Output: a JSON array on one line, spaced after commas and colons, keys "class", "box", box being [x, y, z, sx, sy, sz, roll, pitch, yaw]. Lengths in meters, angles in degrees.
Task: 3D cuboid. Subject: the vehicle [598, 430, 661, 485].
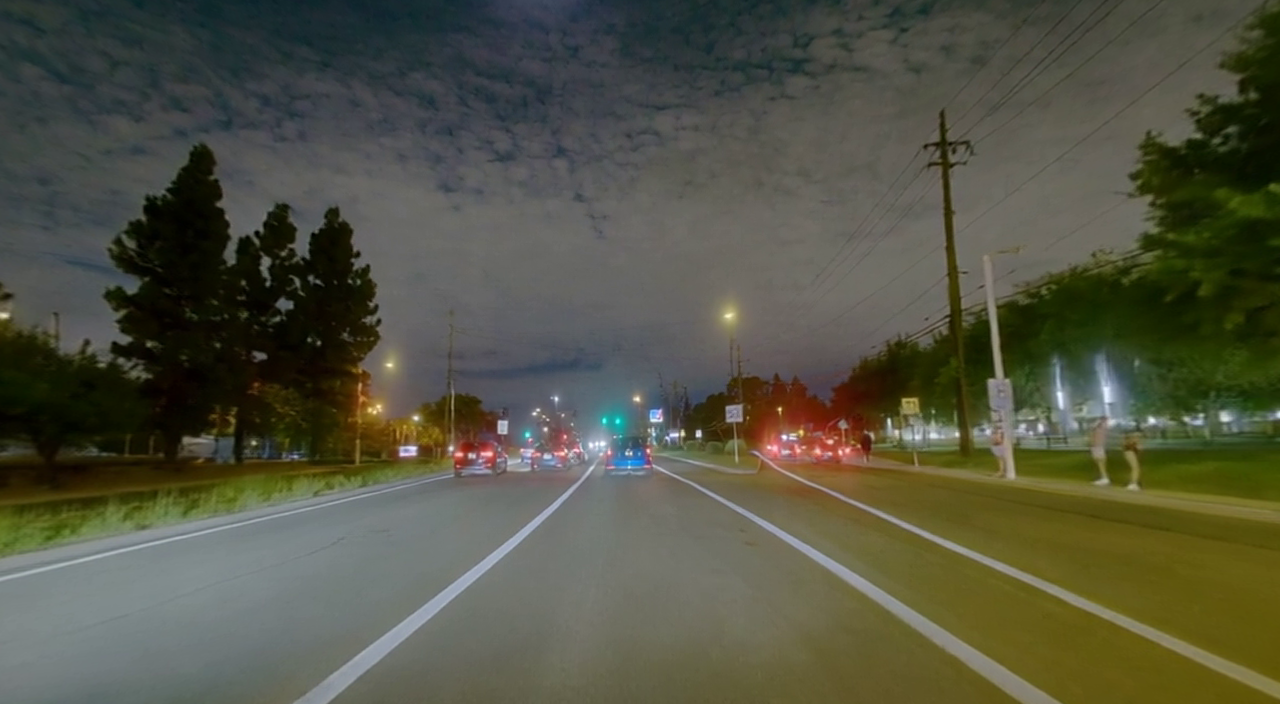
[{"class": "vehicle", "box": [-0.405, 3.690, 22.341, 2.012, 1.769, 3.897, 0, -9, -2]}]

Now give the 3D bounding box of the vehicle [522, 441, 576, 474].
[{"class": "vehicle", "box": [-4.360, 5.116, 30.882, 2.087, 1.485, 4.452, 0, -8, -2]}]

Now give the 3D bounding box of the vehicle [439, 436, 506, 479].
[{"class": "vehicle", "box": [-6.986, 4.429, 26.750, 1.860, 1.634, 4.089, 0, -9, -3]}]
